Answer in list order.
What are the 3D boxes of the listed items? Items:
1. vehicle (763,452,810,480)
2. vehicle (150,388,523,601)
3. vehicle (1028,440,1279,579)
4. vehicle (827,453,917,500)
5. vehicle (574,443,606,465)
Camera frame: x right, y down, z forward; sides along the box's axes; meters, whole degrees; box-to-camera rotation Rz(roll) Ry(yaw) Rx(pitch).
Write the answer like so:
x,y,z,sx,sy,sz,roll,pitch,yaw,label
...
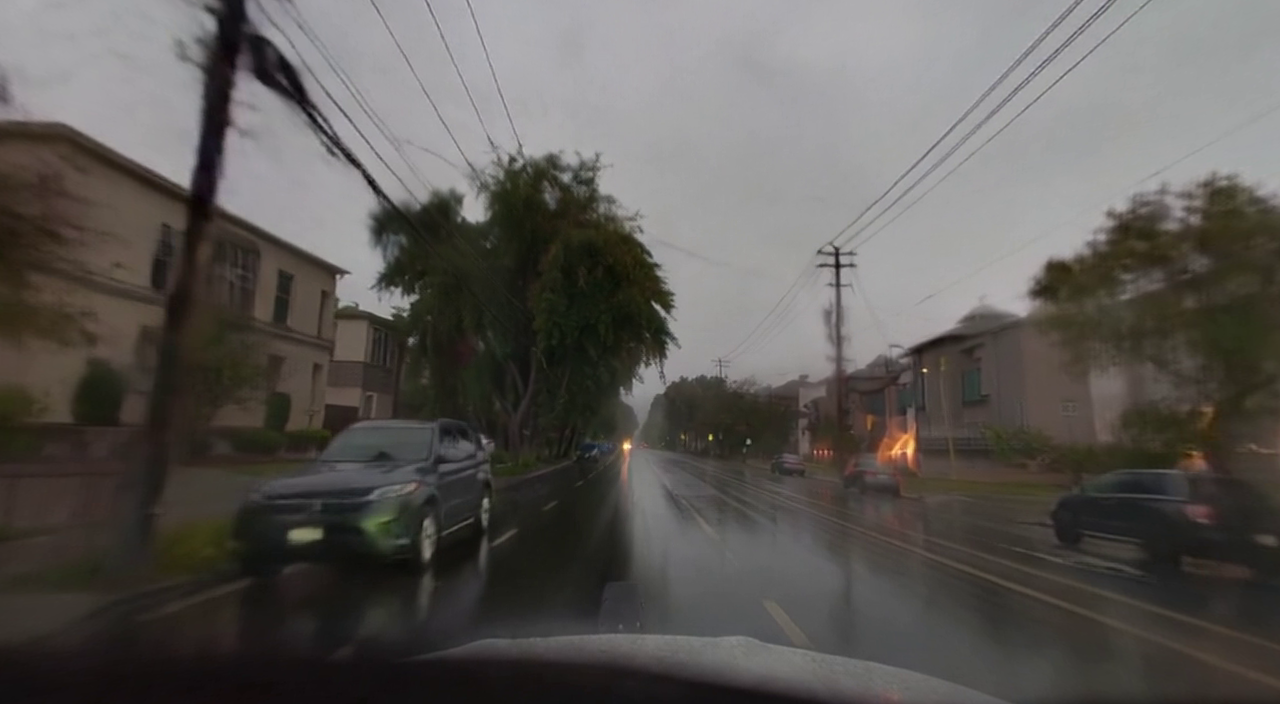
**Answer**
x,y,z,sx,sy,sz,roll,pitch,yaw,label
9.464,7.374,41.147,1.930,1.456,4.511,8,-9,2,vehicle
-3.285,1.711,8.593,2.290,1.924,5.536,0,-9,0,vehicle
9.610,2.711,11.448,2.156,1.882,4.790,8,-9,1,vehicle
9.607,5.152,26.614,1.977,1.495,4.800,8,-9,1,vehicle
-3.622,7.525,46.769,2.021,1.475,4.523,0,-9,0,vehicle
